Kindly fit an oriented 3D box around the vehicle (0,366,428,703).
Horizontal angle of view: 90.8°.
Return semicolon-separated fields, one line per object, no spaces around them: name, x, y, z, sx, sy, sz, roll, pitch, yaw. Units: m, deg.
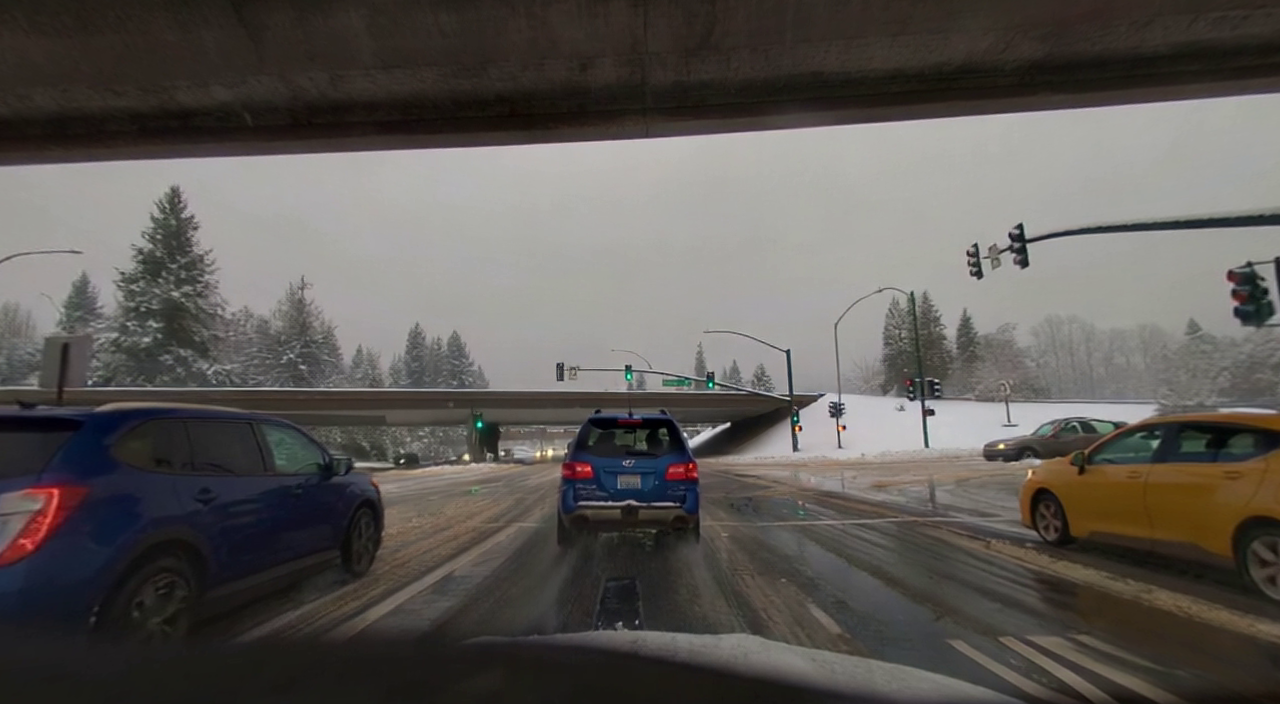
vehicle;-3.736;1.297;5.627;2.060;1.768;4.681;0;-8;0

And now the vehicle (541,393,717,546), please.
vehicle;-0.225;1.912;10.874;2.342;2.026;4.642;0;-8;-2

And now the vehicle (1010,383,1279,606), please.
vehicle;6.230;1.374;6.618;2.074;1.785;4.320;0;-8;0
